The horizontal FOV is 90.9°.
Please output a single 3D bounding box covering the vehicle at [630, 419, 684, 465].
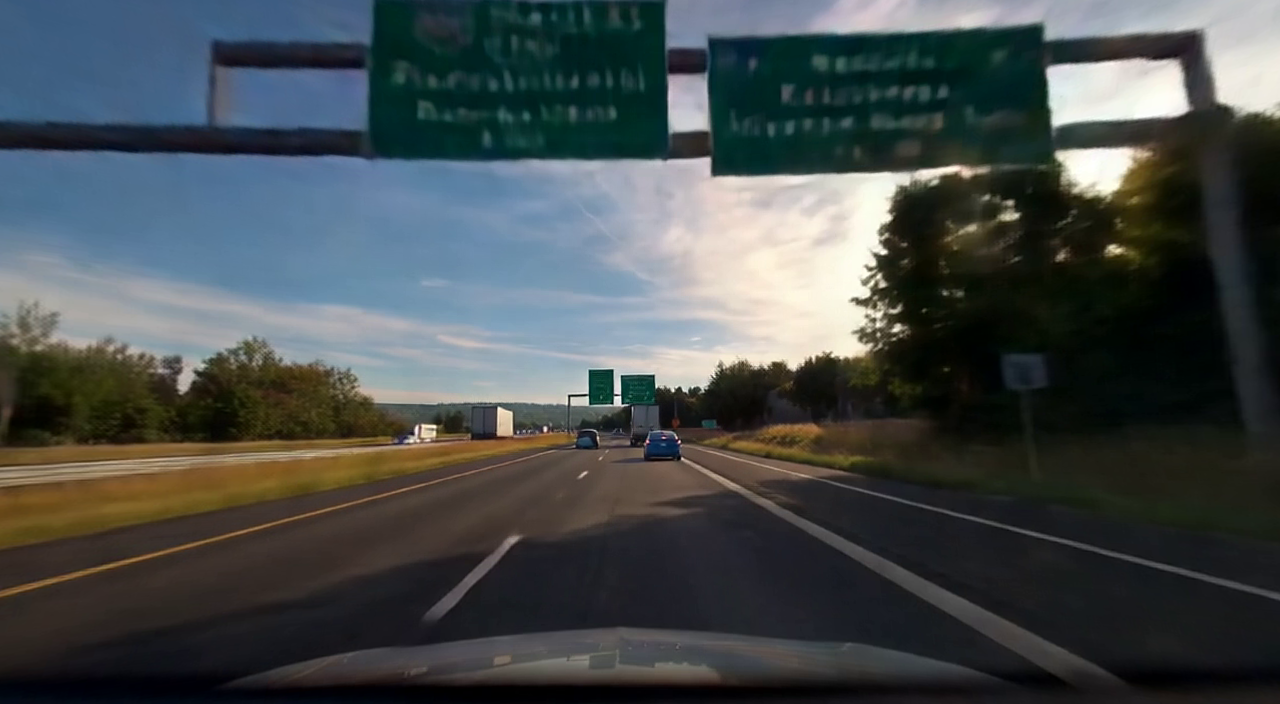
[{"bbox_3d":[0.682,4.042,28.541,2.076,1.914,4.287,0,-8,-3],"label":"vehicle"}]
